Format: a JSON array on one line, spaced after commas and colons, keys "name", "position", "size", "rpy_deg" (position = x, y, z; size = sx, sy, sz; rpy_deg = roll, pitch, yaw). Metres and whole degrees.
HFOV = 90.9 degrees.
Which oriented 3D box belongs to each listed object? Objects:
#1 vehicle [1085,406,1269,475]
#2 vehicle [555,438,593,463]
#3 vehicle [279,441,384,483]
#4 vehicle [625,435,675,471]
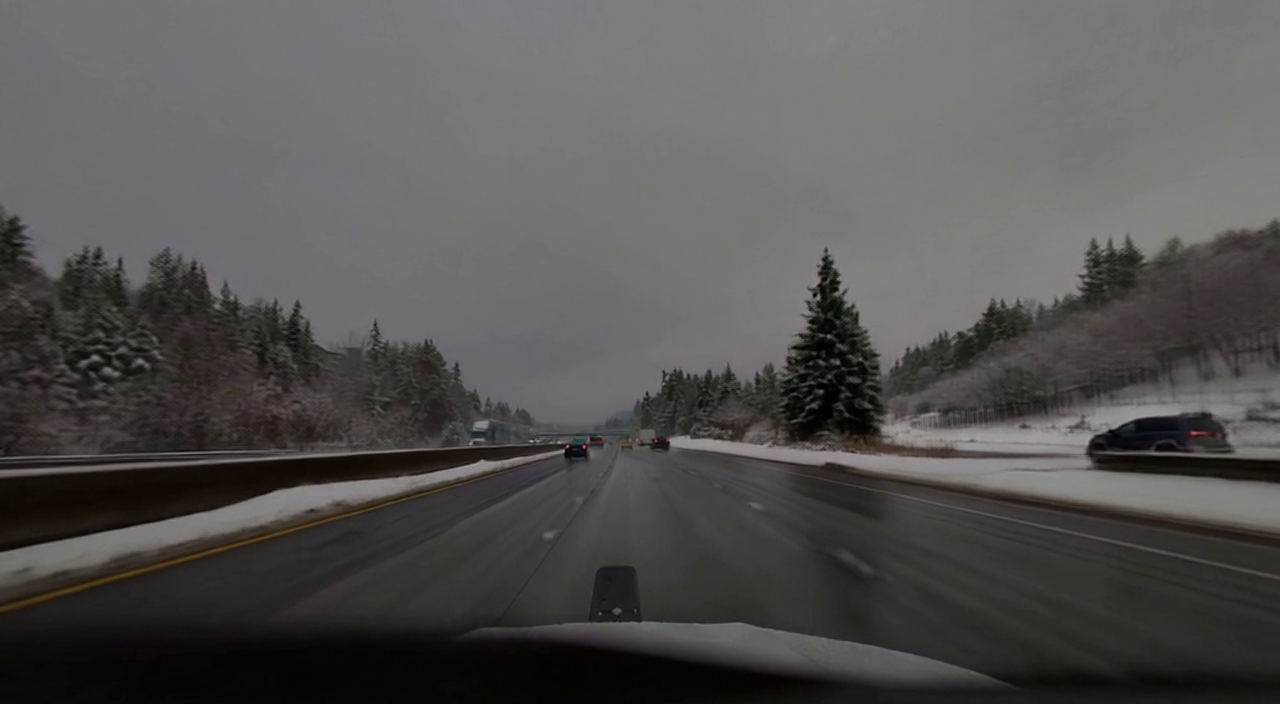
[{"name": "vehicle", "position": [22.050, 3.720, 26.411], "size": [2.232, 2.540, 6.015], "rpy_deg": [0, -8, -1]}, {"name": "vehicle", "position": [-4.039, 6.115, 39.227], "size": [2.014, 1.471, 4.380], "rpy_deg": [0, -8, -1]}, {"name": "vehicle", "position": [-11.996, 4.290, 24.925], "size": [1.918, 1.464, 4.587], "rpy_deg": [0, -8, -1]}, {"name": "vehicle", "position": [0.390, 4.696, 29.506], "size": [2.086, 1.554, 3.875], "rpy_deg": [0, -8, -2]}]
